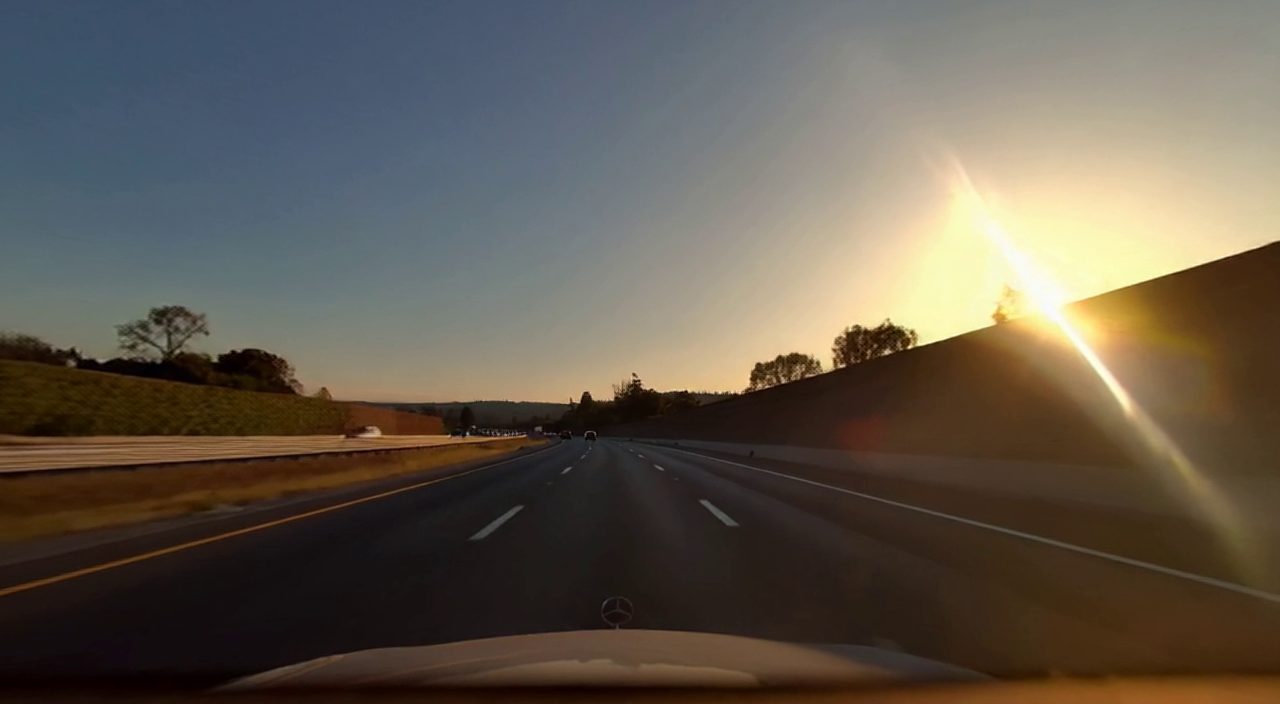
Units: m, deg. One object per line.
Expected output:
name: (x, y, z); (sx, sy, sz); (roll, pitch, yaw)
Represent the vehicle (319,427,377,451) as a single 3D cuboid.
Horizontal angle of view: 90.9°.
vehicle: (-19.188, 5.714, 41.600); (1.813, 1.500, 4.517); (0, -8, -2)
